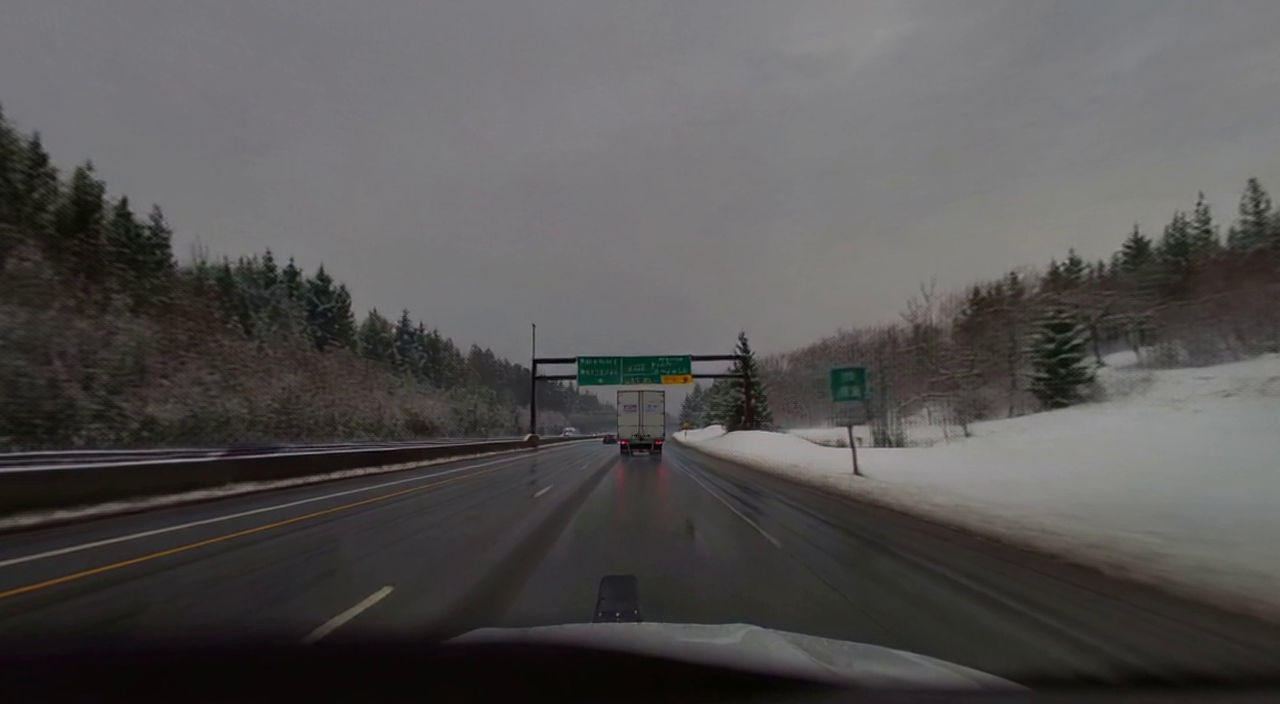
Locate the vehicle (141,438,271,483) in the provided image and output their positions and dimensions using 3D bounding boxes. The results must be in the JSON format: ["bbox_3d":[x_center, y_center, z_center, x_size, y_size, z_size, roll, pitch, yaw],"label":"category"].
[{"bbox_3d":[-17.770,4.426,26.137,2.091,1.672,4.610,0,-8,1],"label":"vehicle"}]

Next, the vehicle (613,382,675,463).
[{"bbox_3d":[0.114,3.838,33.385,2.855,3.741,8.587,0,-8,-1],"label":"vehicle"}]
